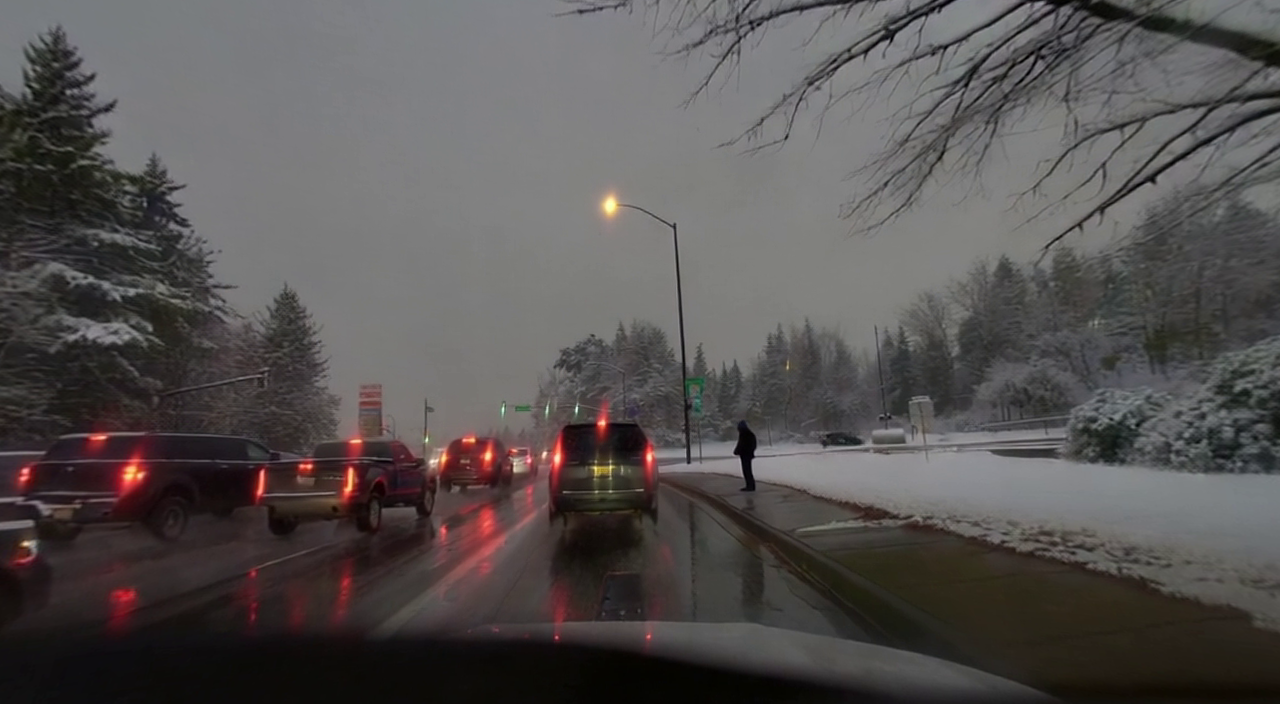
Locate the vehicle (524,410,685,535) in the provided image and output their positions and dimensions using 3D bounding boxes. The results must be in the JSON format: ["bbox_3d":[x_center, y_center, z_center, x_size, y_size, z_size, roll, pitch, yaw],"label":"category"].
[{"bbox_3d":[-0.581,2.113,11.584,2.368,1.829,4.293,0,-9,-2],"label":"vehicle"}]

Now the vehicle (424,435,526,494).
[{"bbox_3d":[-5.439,3.764,21.517,2.188,1.774,4.477,0,-9,1],"label":"vehicle"}]

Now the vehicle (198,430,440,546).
[{"bbox_3d":[-5.407,2.326,11.522,2.010,1.674,4.484,0,-9,0],"label":"vehicle"}]
